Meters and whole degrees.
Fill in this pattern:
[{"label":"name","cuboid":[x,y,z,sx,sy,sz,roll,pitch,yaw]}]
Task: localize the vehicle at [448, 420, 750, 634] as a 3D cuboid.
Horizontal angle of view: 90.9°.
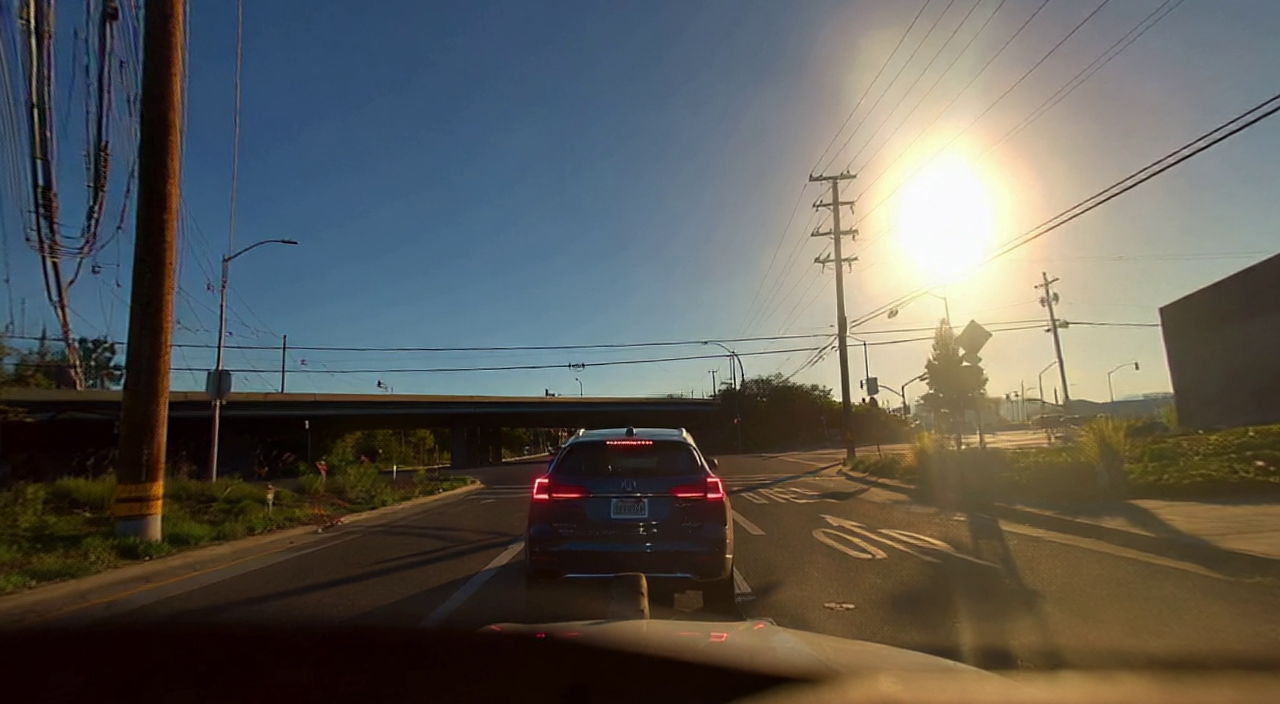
[{"label":"vehicle","cuboid":[-0.249,1.522,6.450,2.090,1.458,4.033,-1,-9,1]}]
